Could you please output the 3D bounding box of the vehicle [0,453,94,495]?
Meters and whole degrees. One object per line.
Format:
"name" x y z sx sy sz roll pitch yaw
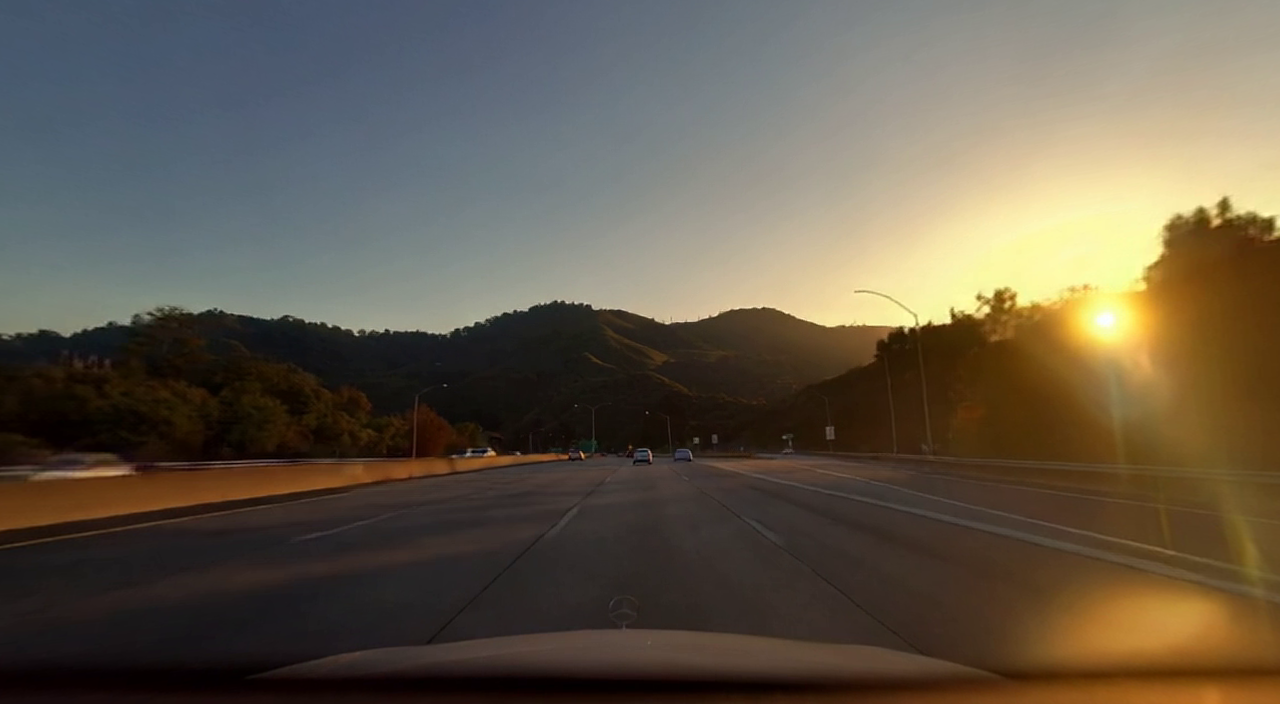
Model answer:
"vehicle" -24.329 4.713 24.588 2.037 1.483 4.504 0 -8 0
